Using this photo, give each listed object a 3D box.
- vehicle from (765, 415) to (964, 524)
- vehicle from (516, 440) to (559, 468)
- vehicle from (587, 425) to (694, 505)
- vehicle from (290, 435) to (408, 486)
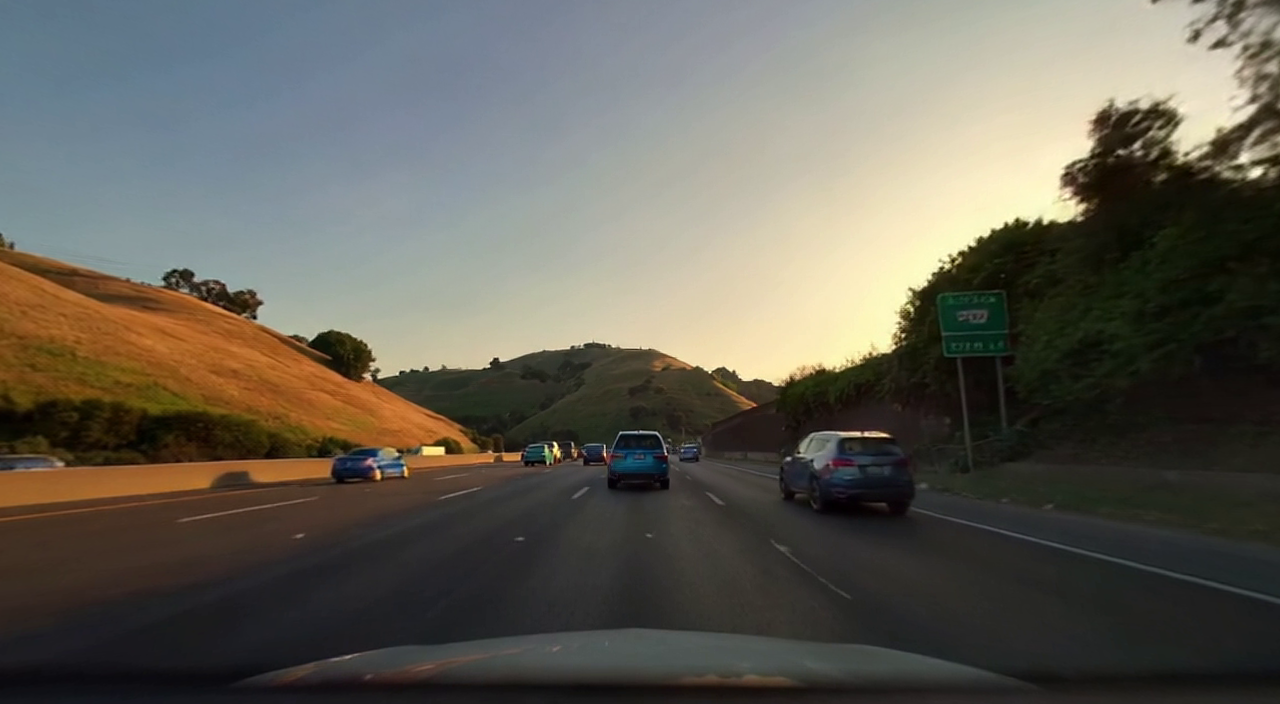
[{"bbox_3d":[4.422,2.459,13.774,2.204,1.852,5.845,0,-9,0],"label":"vehicle"},{"bbox_3d":[-6.783,6.798,42.108,2.024,1.706,4.462,0,-9,1],"label":"vehicle"},{"bbox_3d":[0.033,2.901,16.568,2.447,1.804,4.273,0,-9,1],"label":"vehicle"},{"bbox_3d":[-11.261,4.229,24.938,2.223,1.781,5.098,0,-9,0],"label":"vehicle"}]
